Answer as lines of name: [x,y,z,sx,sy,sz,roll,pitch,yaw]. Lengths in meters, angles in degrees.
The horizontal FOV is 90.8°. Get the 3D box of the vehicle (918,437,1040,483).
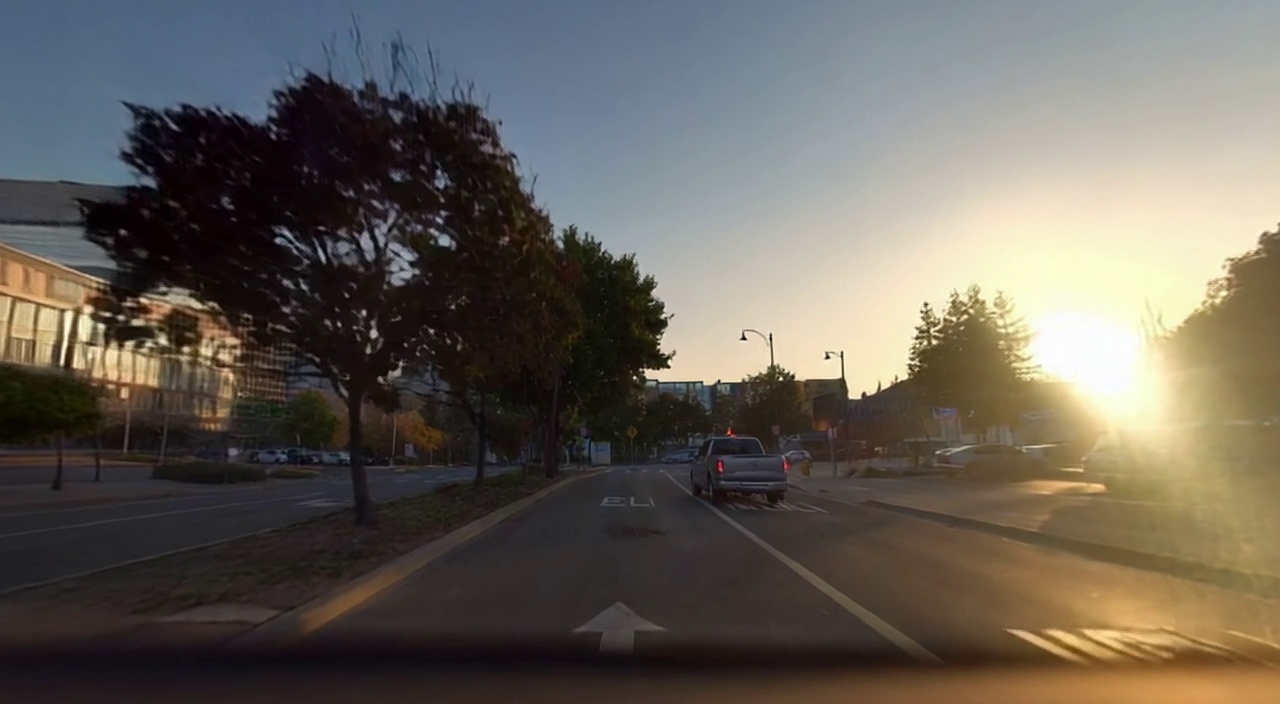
vehicle: [16.816,5.359,31.590,4.765,1.678,2.228,-5,-3,6]

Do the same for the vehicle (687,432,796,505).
vehicle: [2.935,3.541,19.775,2.402,1.922,5.677,0,-8,-1]

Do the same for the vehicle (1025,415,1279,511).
vehicle: [15.649,3.249,18.015,7.551,2.142,2.896,4,-10,-2]
